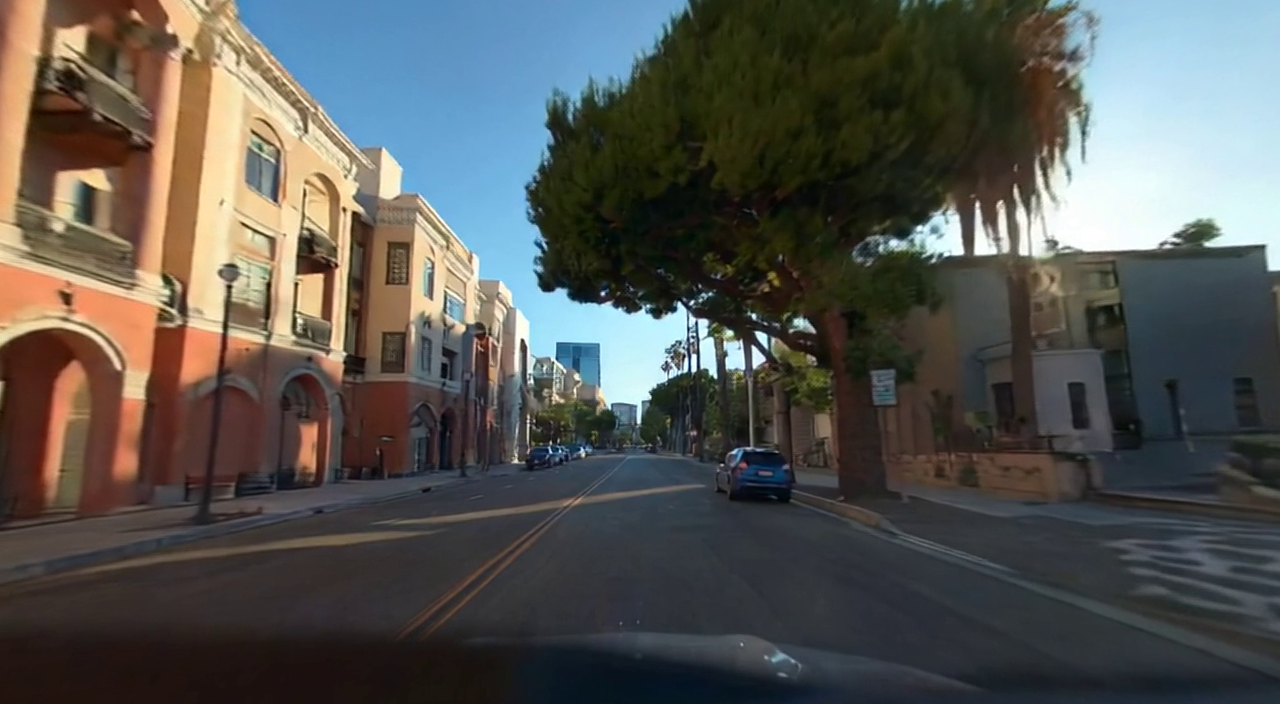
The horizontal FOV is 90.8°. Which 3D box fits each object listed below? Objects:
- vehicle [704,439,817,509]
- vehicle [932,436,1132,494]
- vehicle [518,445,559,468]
[{"bbox_3d":[2.920,3.040,16.260,1.985,1.543,4.112,1,-8,-2],"label":"vehicle"},{"bbox_3d":[11.956,3.469,19.518,4.782,1.657,2.172,1,-9,-4],"label":"vehicle"},{"bbox_3d":[-6.752,7.032,42.592,2.142,1.401,4.477,0,-9,-1],"label":"vehicle"}]
